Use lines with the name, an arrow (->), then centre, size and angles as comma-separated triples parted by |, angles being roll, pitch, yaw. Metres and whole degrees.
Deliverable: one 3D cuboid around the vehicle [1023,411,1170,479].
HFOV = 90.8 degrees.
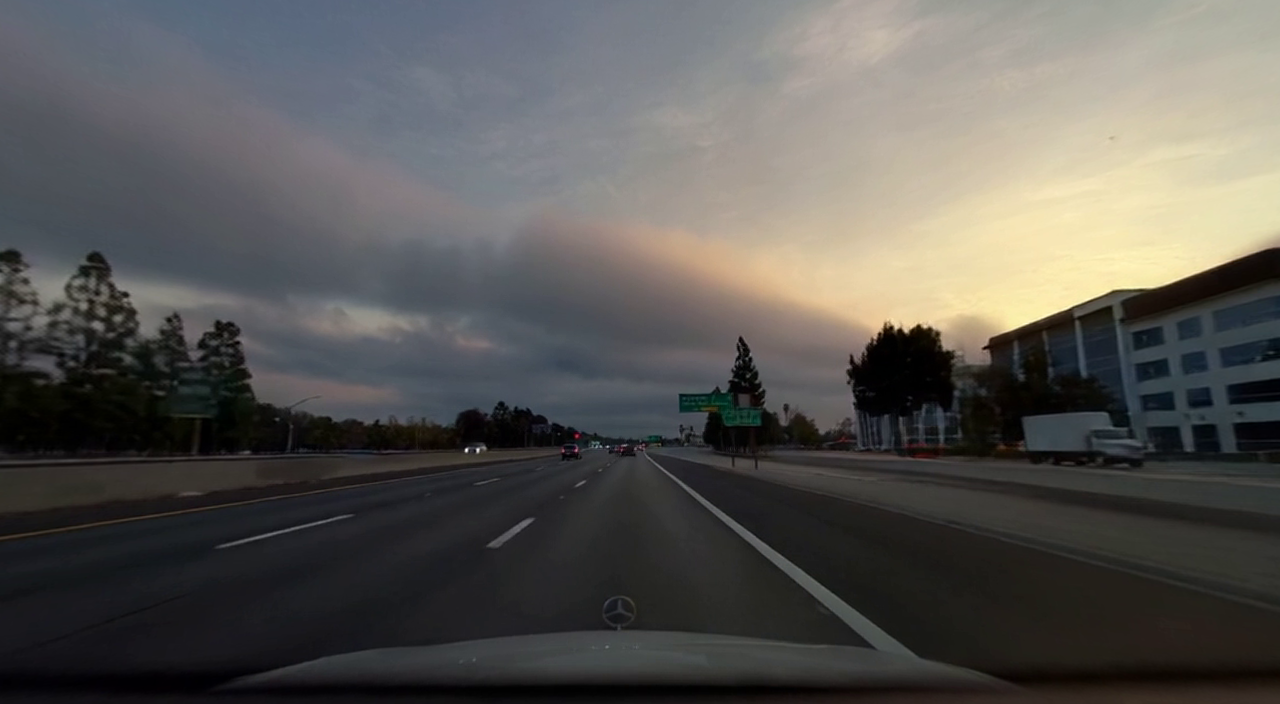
vehicle -> 24.754, 5.117, 34.918 | 3.065, 3.244, 7.356 | -3, -8, 6
